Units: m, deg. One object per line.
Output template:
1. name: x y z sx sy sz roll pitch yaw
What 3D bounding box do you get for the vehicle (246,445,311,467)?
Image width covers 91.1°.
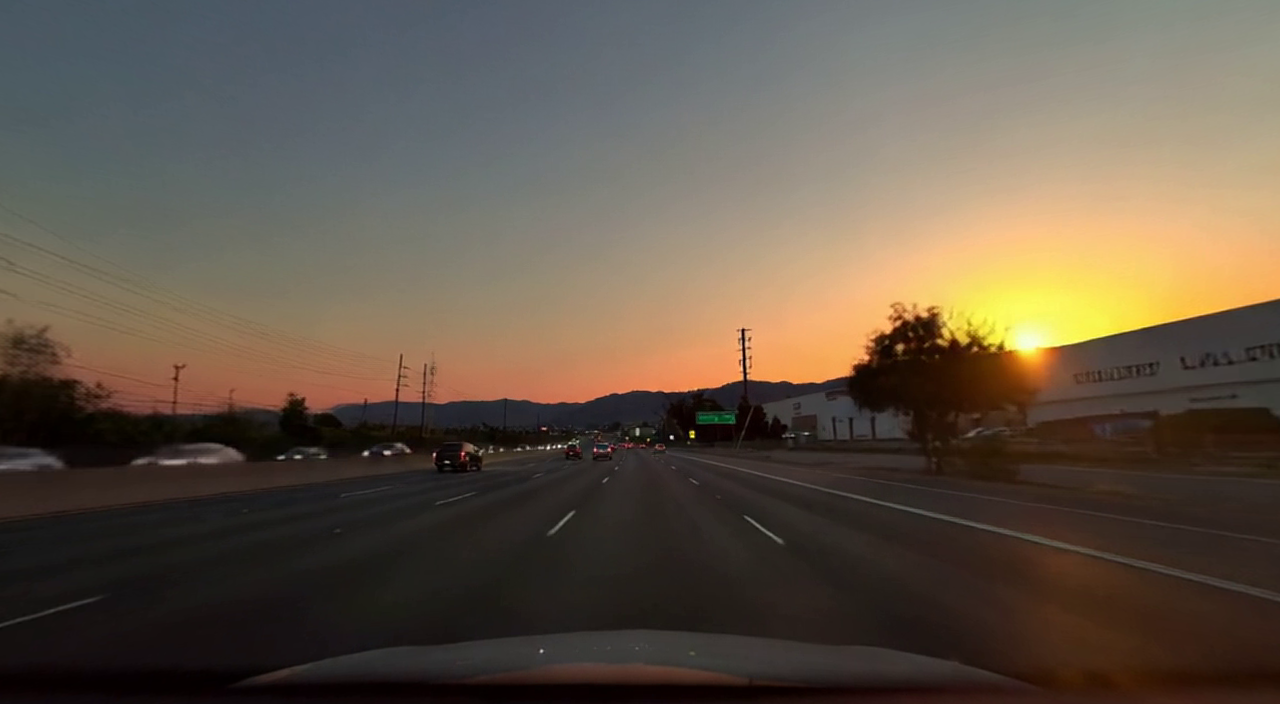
1. vehicle: -26.378 7.578 46.007 1.913 1.522 4.743 0 -9 0

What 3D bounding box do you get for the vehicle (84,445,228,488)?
1. vehicle: -19.020 4.476 25.029 1.923 1.529 4.713 0 -9 1

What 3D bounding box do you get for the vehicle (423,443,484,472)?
1. vehicle: -10.249 5.818 34.919 1.974 1.513 4.584 0 -9 0

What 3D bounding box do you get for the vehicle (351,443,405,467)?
1. vehicle: -18.567 7.316 44.649 1.885 1.613 4.494 0 -9 0
